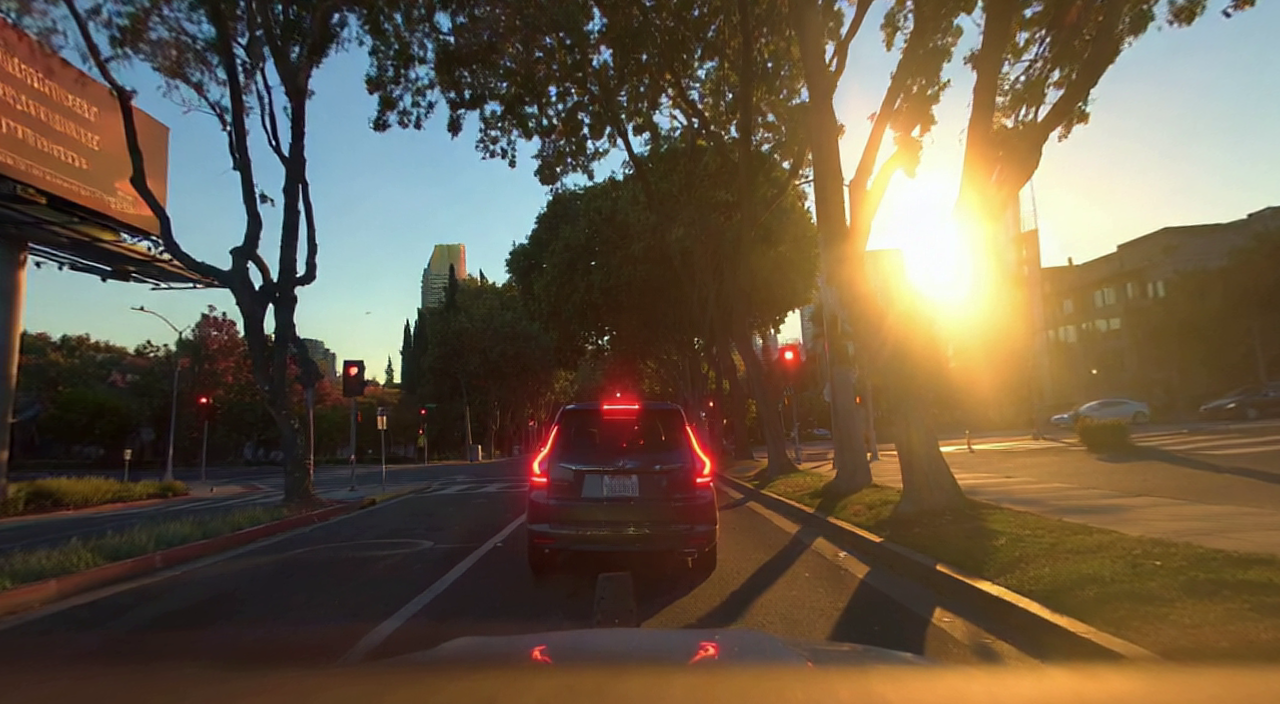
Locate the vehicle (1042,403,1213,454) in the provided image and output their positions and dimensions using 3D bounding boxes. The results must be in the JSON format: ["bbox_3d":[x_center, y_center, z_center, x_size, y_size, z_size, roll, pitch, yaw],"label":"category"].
[{"bbox_3d":[15.273,2.448,19.945,3.750,1.502,1.781,-2,-8,13],"label":"vehicle"}]

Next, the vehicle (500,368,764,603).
[{"bbox_3d":[-0.063,1.361,7.135,2.142,1.904,3.816,-1,-8,0],"label":"vehicle"}]
